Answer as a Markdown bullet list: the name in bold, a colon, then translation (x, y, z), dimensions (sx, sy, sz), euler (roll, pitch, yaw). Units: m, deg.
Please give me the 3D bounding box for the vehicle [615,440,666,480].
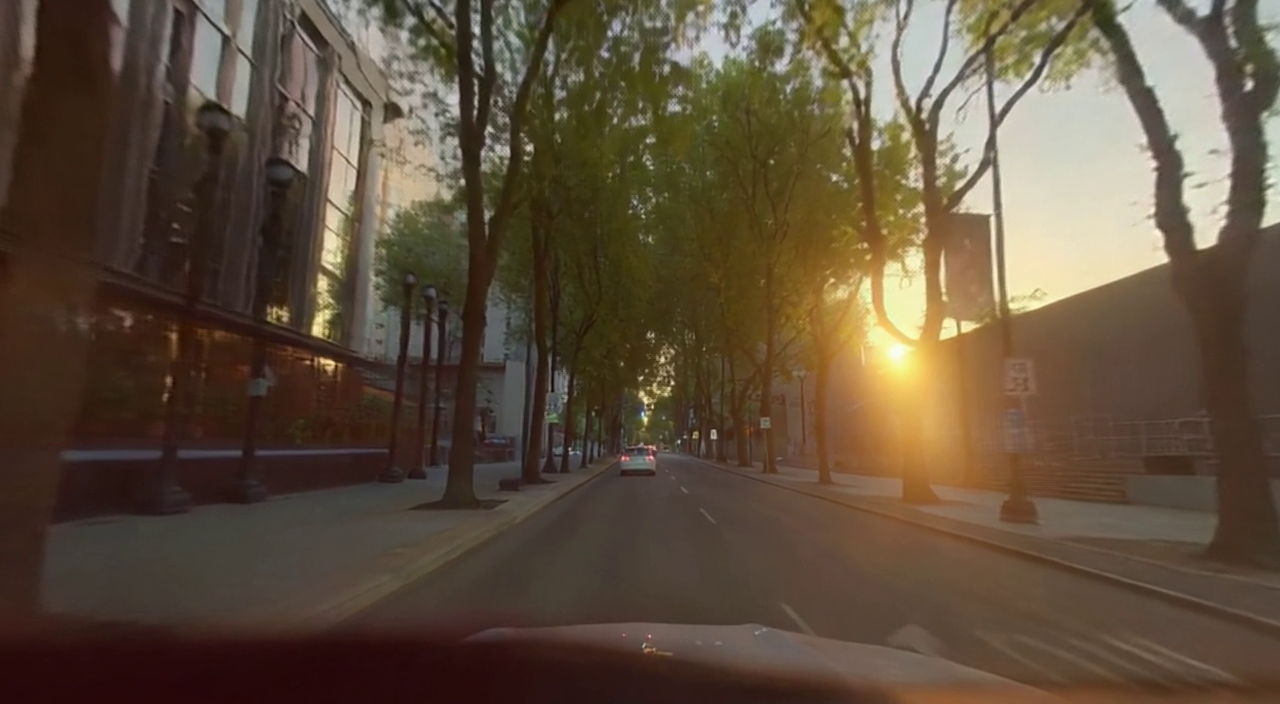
- **vehicle**: translation (-0.024, 4.716, 27.815), dimensions (2.079, 1.621, 3.861), euler (0, -8, -1)
